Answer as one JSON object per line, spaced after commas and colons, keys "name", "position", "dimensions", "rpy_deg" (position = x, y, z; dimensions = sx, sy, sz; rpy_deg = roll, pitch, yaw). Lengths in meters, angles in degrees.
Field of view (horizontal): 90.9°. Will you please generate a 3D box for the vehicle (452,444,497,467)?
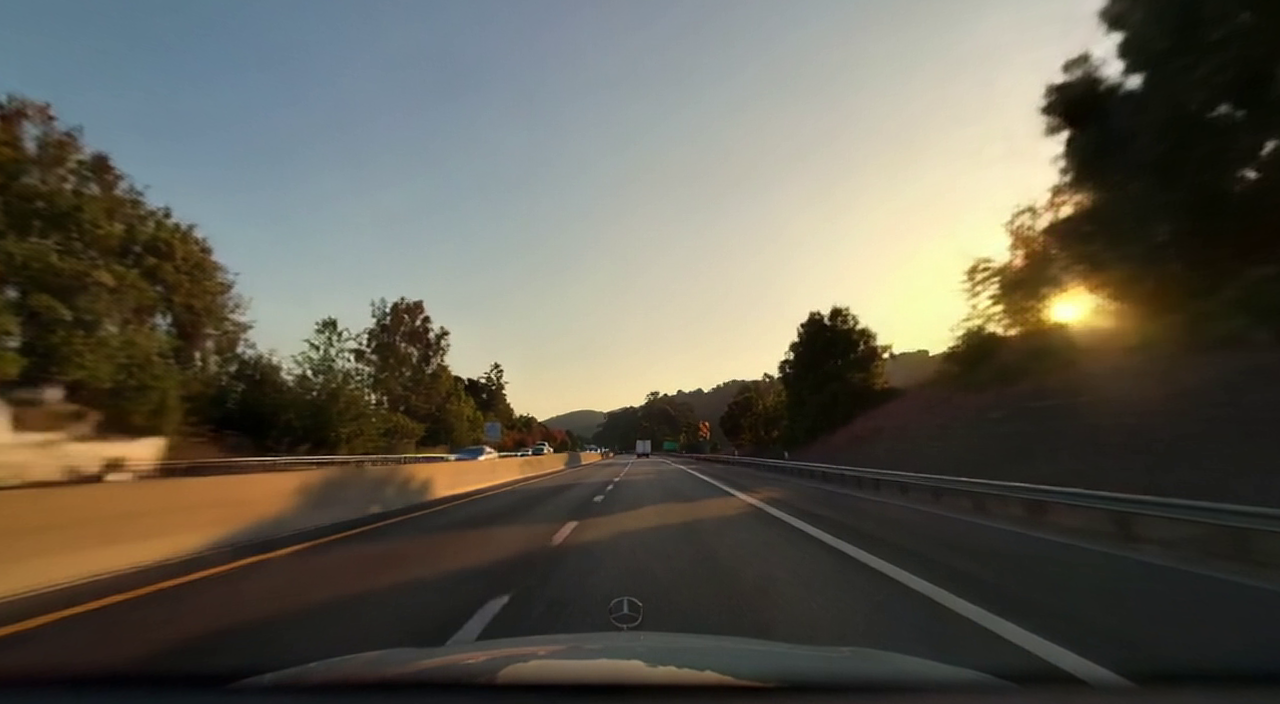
{"name": "vehicle", "position": [-11.391, 7.138, 43.627], "dimensions": [1.907, 1.454, 4.302], "rpy_deg": [0, -9, 1]}
